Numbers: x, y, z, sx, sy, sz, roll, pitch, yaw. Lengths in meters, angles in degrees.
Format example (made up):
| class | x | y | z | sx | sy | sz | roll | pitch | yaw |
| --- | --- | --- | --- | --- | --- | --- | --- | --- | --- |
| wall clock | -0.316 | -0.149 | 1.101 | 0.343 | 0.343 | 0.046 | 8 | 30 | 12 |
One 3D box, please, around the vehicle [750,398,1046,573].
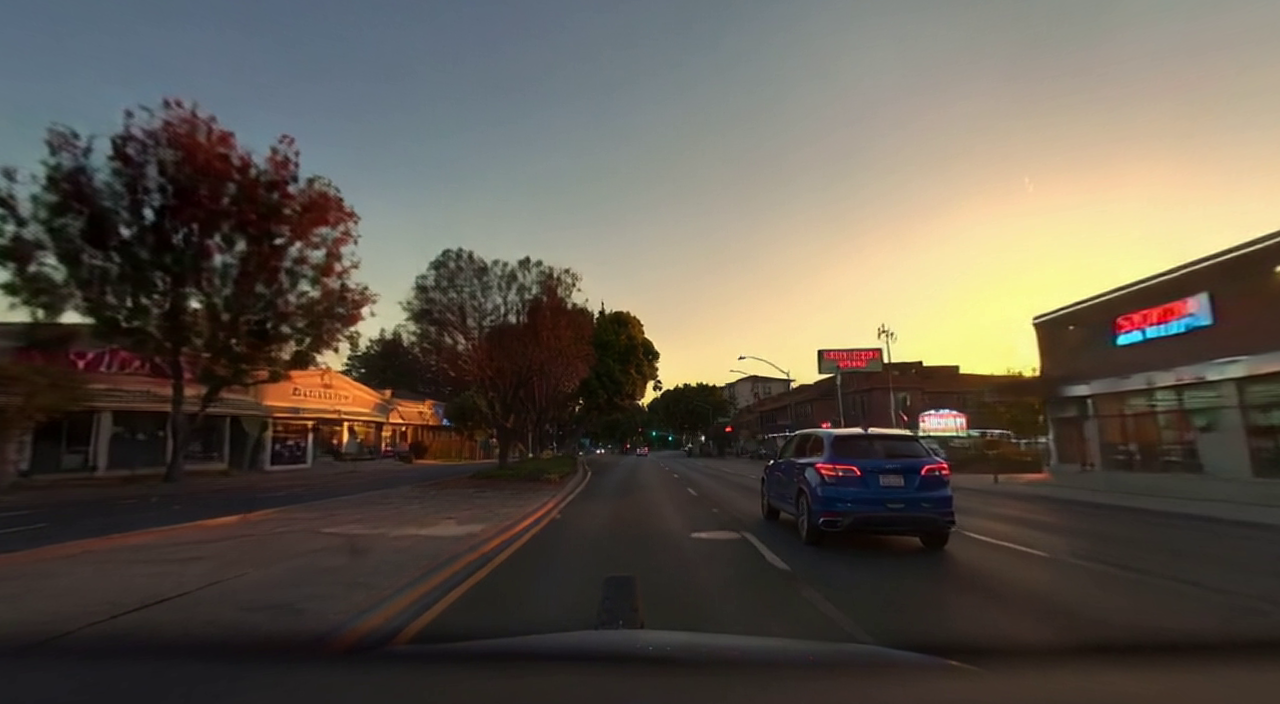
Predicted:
| class | x | y | z | sx | sy | sz | roll | pitch | yaw |
| --- | --- | --- | --- | --- | --- | --- | --- | --- | --- |
| vehicle | 3.068 | 1.713 | 8.880 | 2.130 | 1.790 | 4.615 | 0 | -8 | -1 |
